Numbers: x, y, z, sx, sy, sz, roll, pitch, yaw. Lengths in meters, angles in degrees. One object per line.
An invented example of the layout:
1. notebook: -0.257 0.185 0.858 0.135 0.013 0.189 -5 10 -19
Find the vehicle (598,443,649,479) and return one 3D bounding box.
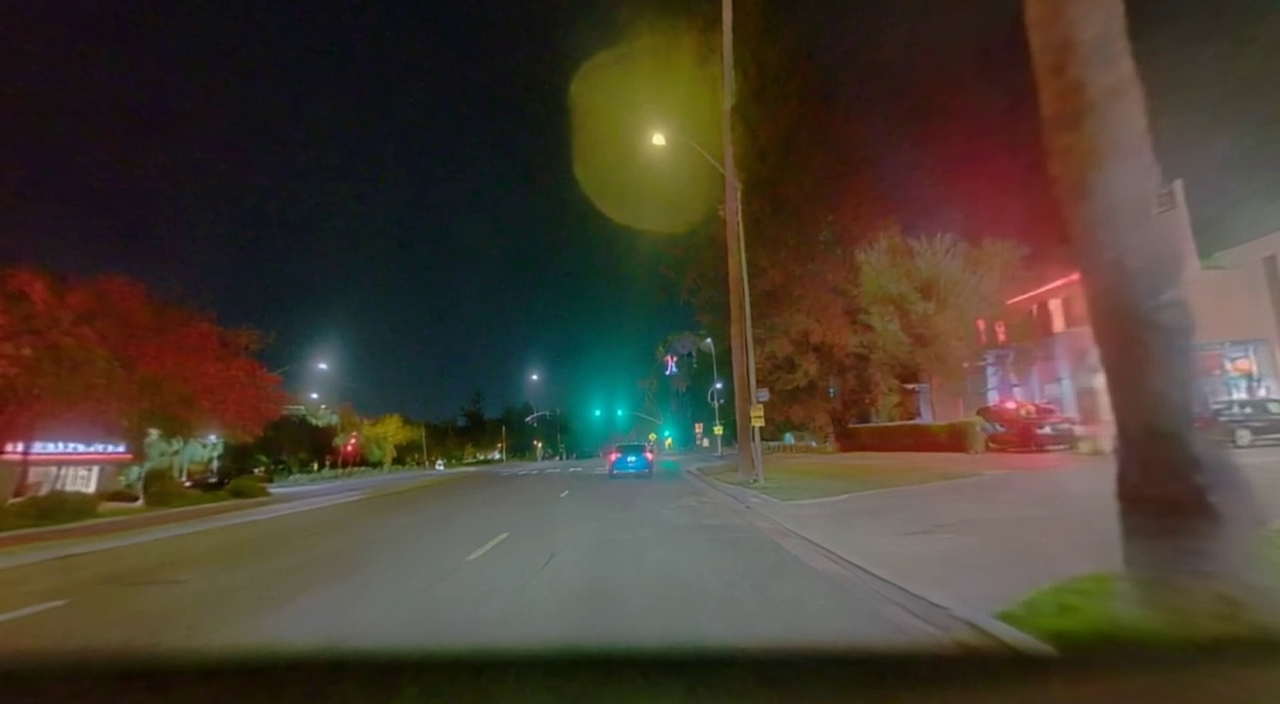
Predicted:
1. vehicle: -0.712 4.901 28.767 2.156 1.462 4.495 0 -8 -1

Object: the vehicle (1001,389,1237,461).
1. vehicle: 12.622 2.035 17.027 1.873 1.657 4.557 5 -10 -30
